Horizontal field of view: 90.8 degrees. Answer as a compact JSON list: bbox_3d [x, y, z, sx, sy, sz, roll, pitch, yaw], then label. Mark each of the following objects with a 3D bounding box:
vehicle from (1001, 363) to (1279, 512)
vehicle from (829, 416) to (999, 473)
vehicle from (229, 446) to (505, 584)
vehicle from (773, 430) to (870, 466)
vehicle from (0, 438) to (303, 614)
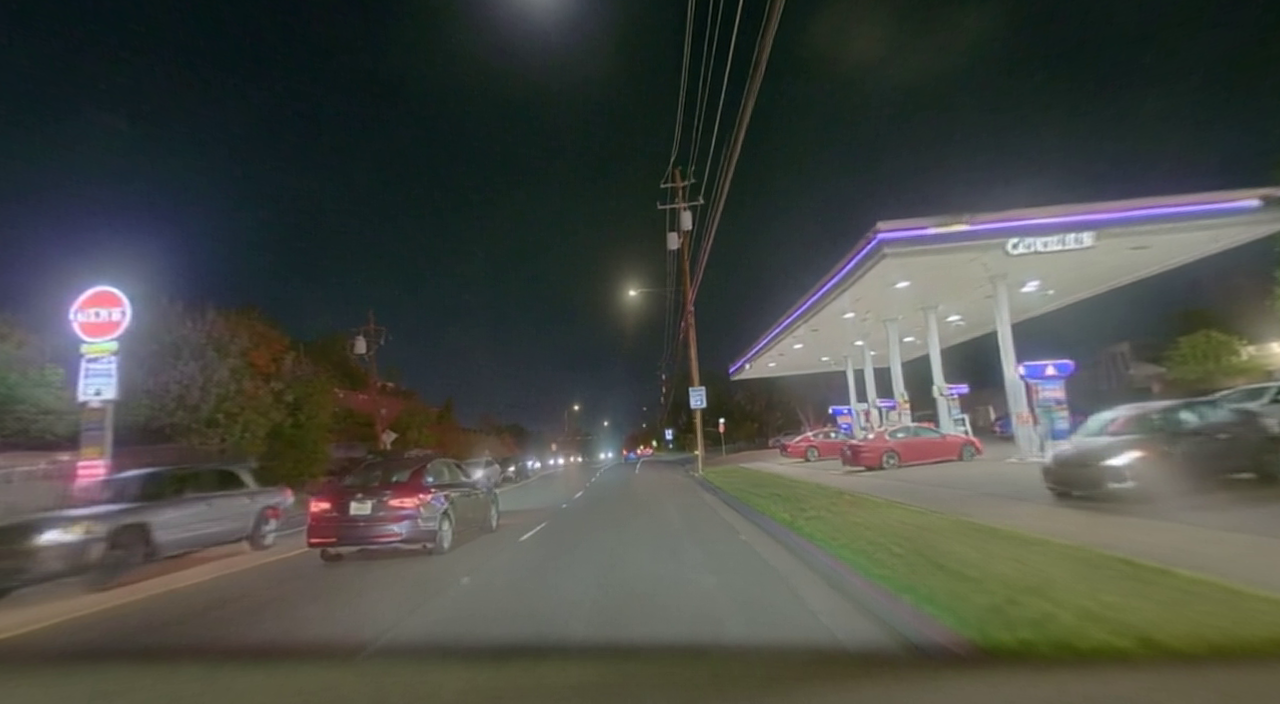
[{"bbox_3d":[7.478,1.235,9.040,4.344,1.674,1.912,5,-10,-29],"label":"vehicle"},{"bbox_3d":[8.221,2.769,18.913,4.713,1.518,2.035,4,-10,-27],"label":"vehicle"},{"bbox_3d":[-3.413,2.097,9.045,1.943,1.455,4.414,-1,-9,1],"label":"vehicle"},{"bbox_3d":[8.000,4.217,27.750,4.000,1.440,1.746,5,-10,-30],"label":"vehicle"},{"bbox_3d":[-6.959,2.158,8.847,2.000,1.791,4.465,0,-9,0],"label":"vehicle"}]
